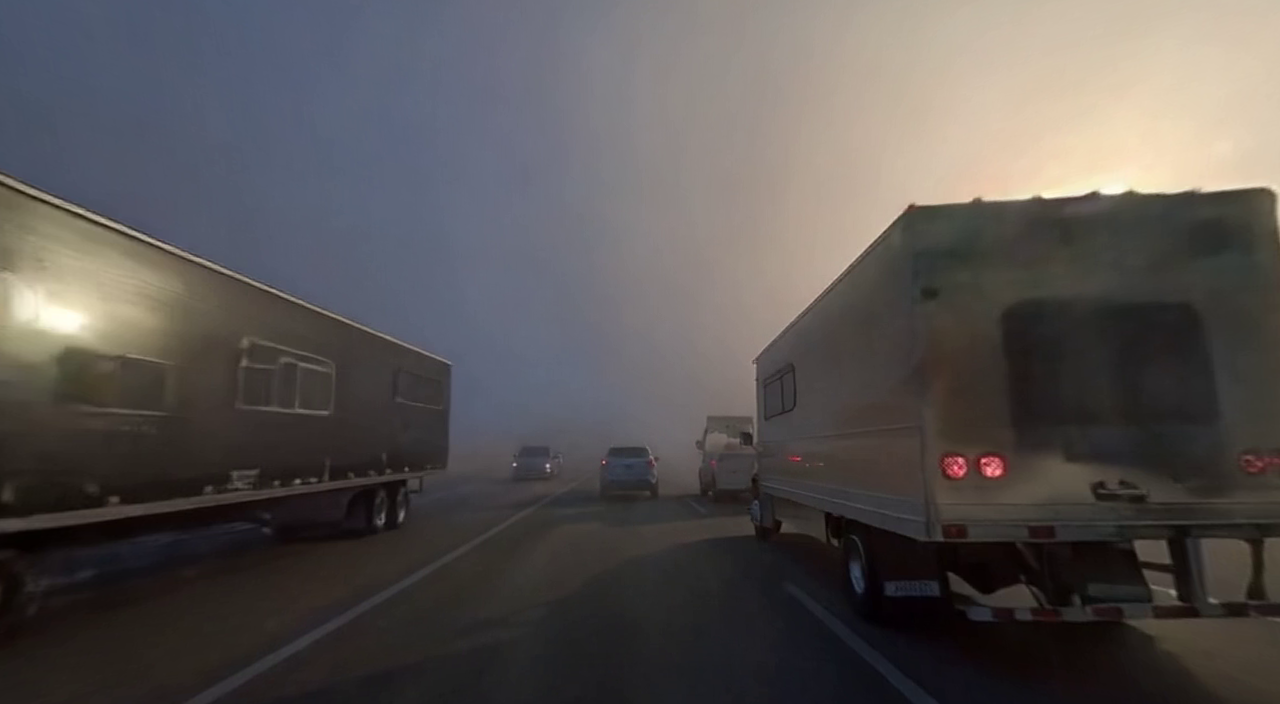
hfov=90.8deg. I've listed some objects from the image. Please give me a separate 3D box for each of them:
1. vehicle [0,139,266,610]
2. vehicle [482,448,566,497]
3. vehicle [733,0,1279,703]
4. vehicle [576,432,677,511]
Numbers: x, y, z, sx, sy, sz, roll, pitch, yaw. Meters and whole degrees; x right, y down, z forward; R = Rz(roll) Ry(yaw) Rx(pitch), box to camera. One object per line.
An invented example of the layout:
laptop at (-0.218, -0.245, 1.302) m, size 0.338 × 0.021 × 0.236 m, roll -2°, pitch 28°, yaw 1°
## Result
vehicle at (-6.976, 0.289, 5.993) m, size 3.008 × 3.987 × 5.871 m, roll 0°, pitch -9°, yaw 1°
vehicle at (-3.671, 3.889, 20.763) m, size 1.930 × 1.431 × 4.156 m, roll 0°, pitch -9°, yaw 1°
vehicle at (3.223, 0.506, 6.931) m, size 2.936 × 3.787 × 8.670 m, roll 0°, pitch -9°, yaw -1°
vehicle at (-0.327, 2.932, 15.899) m, size 2.201 × 1.719 × 4.058 m, roll 0°, pitch -9°, yaw -1°
